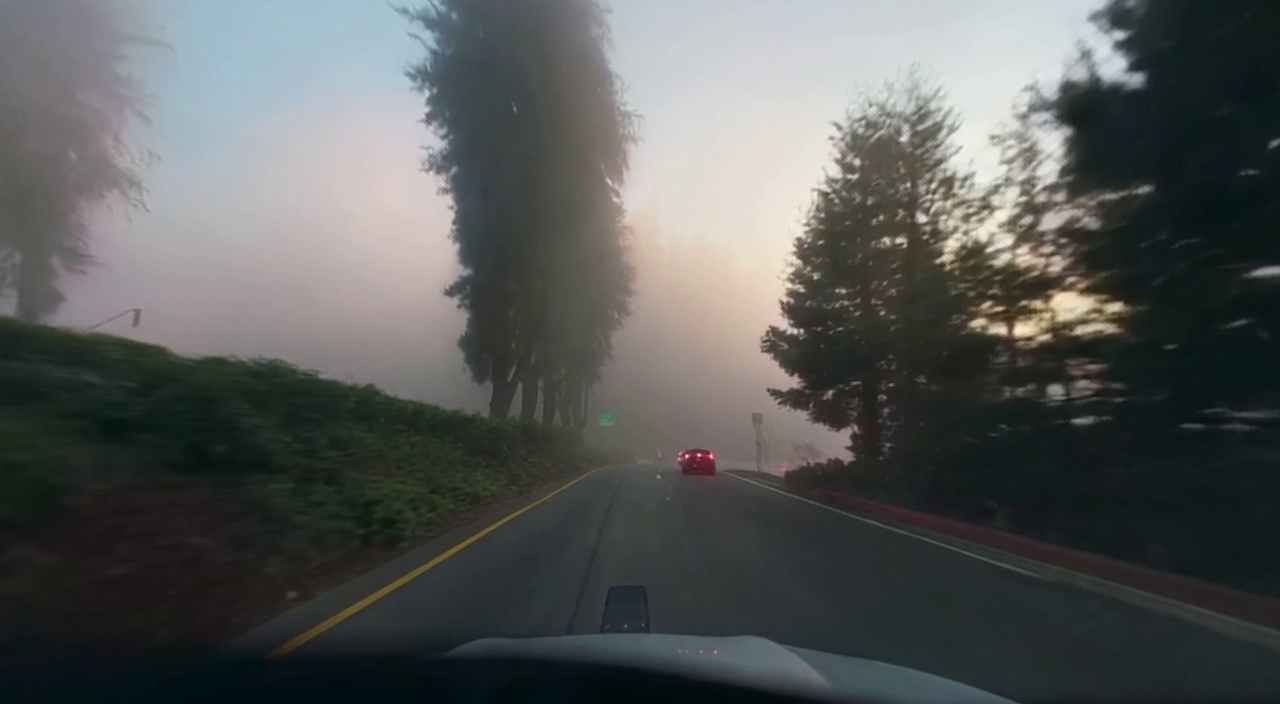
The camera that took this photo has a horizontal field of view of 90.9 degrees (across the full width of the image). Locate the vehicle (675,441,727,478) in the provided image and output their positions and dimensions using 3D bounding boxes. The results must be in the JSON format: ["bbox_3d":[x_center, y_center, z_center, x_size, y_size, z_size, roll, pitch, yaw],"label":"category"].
[{"bbox_3d":[2.638,4.737,28.235,1.956,1.473,4.640,1,-8,1],"label":"vehicle"}]
